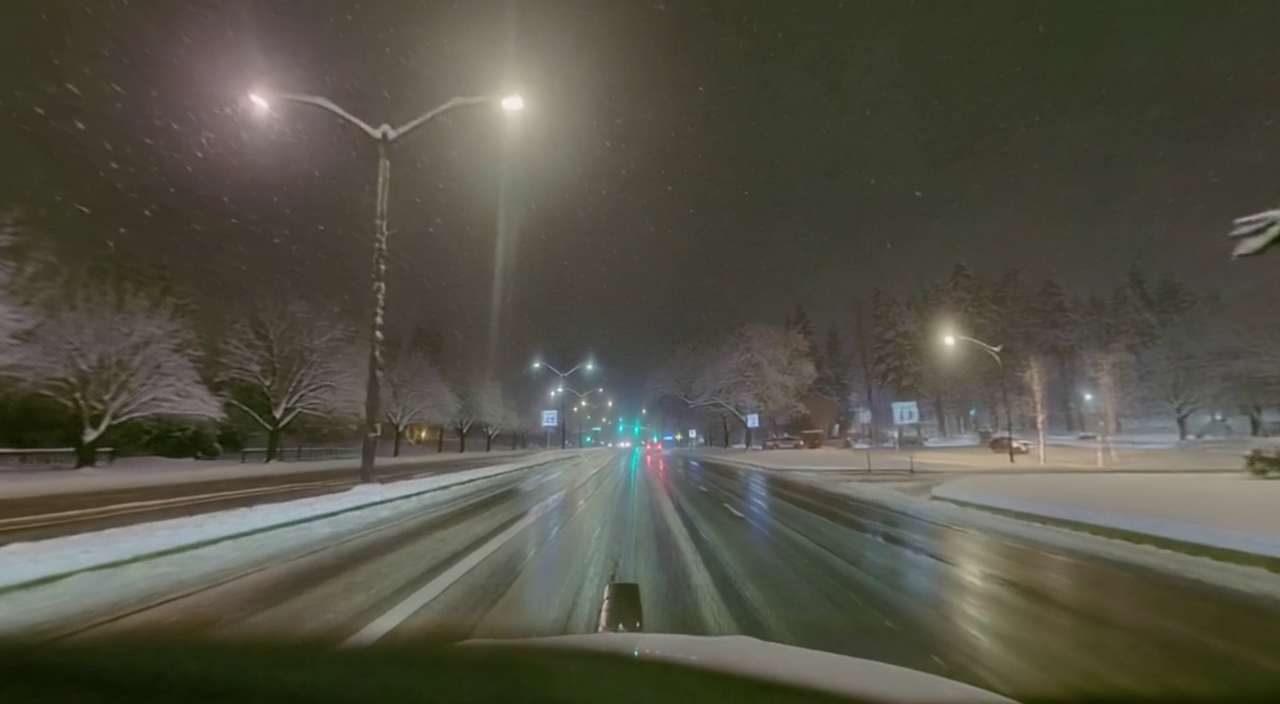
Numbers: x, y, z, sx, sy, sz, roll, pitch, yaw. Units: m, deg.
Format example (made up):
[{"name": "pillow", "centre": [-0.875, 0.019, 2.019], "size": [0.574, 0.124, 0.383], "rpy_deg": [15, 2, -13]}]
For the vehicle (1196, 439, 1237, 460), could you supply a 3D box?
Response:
[{"name": "vehicle", "centre": [42.332, 7.130, 46.442], "size": [1.973, 1.476, 4.358], "rpy_deg": [-7, -11, 40]}]
